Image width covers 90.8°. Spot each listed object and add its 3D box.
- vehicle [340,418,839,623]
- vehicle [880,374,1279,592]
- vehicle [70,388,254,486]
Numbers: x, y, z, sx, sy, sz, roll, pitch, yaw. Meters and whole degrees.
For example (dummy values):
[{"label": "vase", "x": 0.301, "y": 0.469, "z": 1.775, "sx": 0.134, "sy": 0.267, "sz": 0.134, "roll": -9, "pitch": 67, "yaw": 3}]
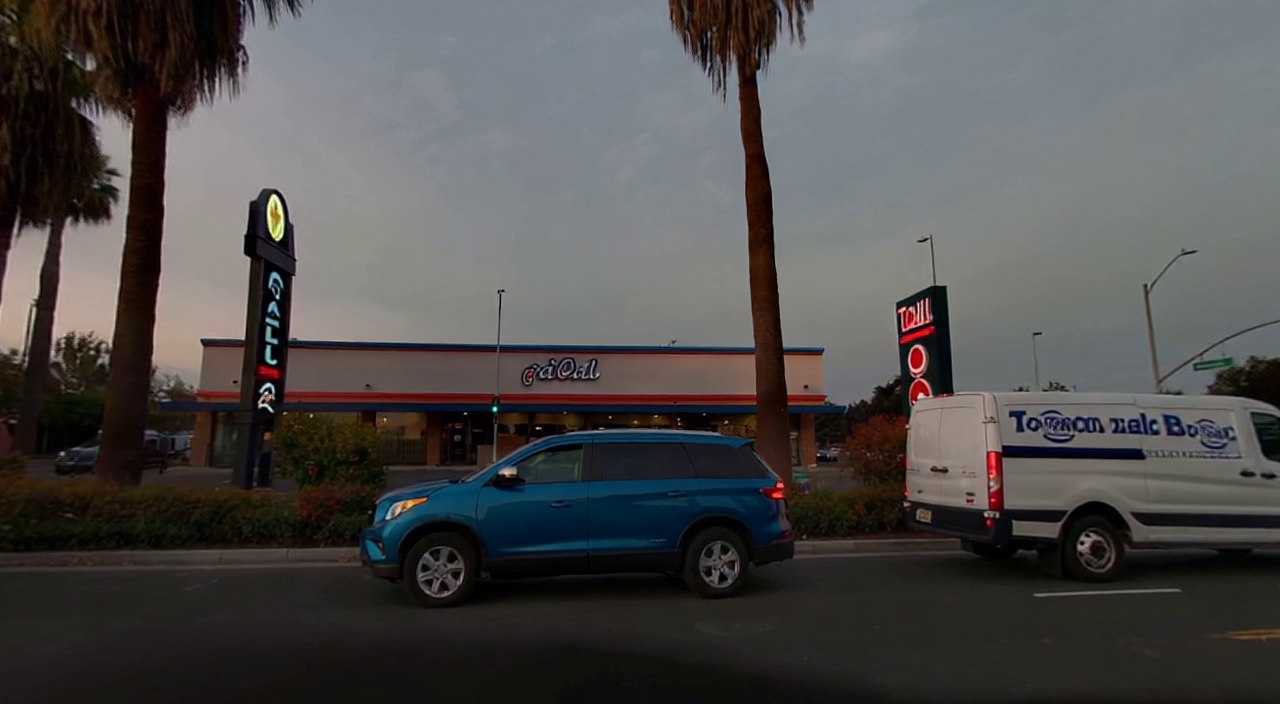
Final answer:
[{"label": "vehicle", "x": -0.488, "y": 1.646, "z": 6.859, "sx": 4.493, "sy": 1.728, "sz": 2.137, "roll": 1, "pitch": -9, "yaw": -9}, {"label": "vehicle", "x": 6.634, "y": 1.552, "z": 8.038, "sx": 6.246, "sy": 2.202, "sz": 2.277, "roll": 1, "pitch": -9, "yaw": -7}, {"label": "vehicle", "x": -21.676, "y": 4.011, "z": 29.439, "sx": 3.034, "sy": 3.929, "sz": 7.699, "roll": 1, "pitch": -9, "yaw": -6}]
